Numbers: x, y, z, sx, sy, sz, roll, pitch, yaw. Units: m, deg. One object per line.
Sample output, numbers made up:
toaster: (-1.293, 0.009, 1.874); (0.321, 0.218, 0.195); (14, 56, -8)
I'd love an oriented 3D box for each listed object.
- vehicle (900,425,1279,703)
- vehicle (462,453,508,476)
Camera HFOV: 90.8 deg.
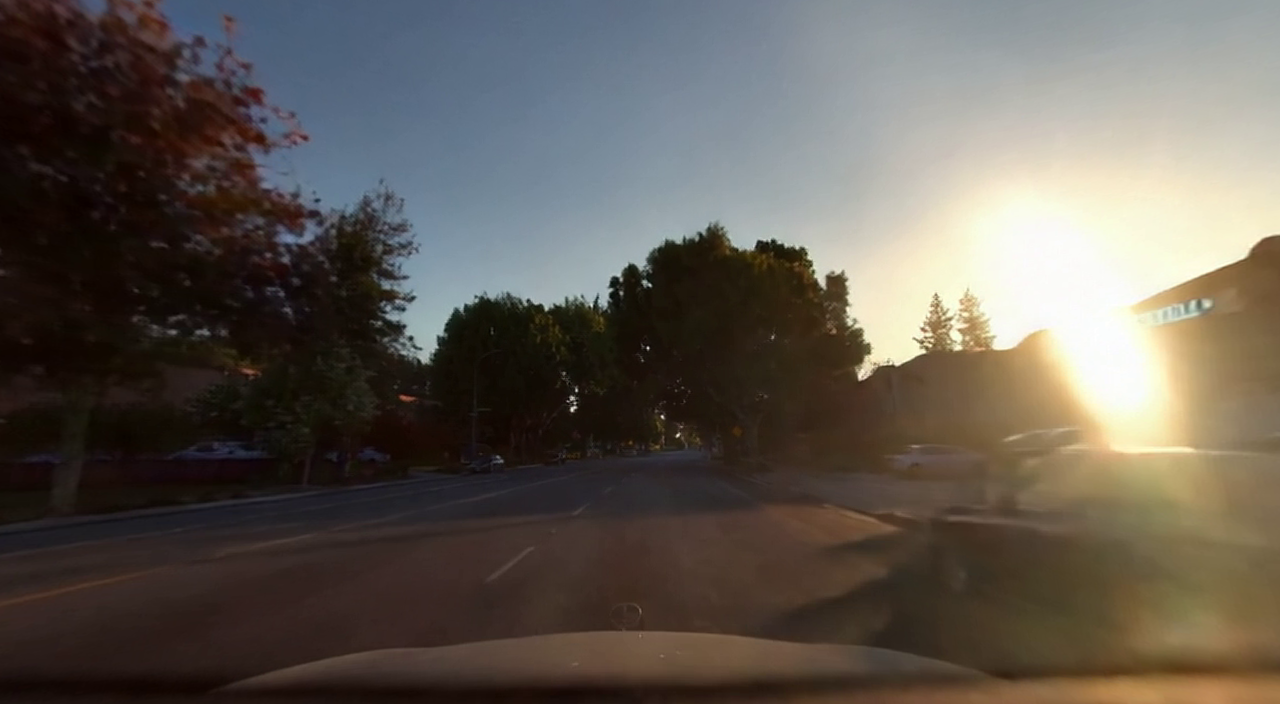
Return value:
vehicle: (3.952, 1.364, 4.675); (2.080, 1.503, 4.821); (0, -9, 1)
vehicle: (-11.351, 8.254, 46.543); (1.859, 1.496, 4.390); (-5, -9, 5)
